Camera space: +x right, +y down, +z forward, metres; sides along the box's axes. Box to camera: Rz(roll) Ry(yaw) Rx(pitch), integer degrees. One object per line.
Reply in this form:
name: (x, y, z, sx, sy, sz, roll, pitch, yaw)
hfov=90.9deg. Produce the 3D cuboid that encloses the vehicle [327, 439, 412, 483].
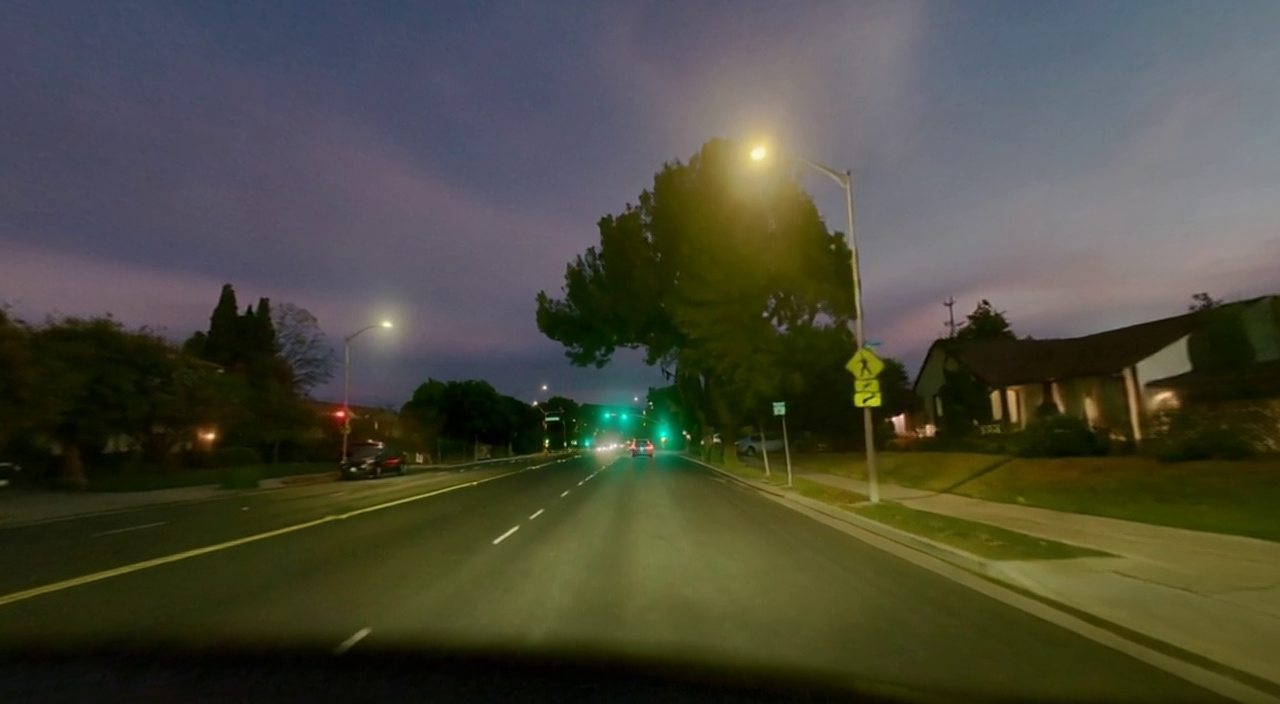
vehicle: (-14.265, 5.714, 33.627, 2.337, 1.850, 5.448, -4, -6, -3)

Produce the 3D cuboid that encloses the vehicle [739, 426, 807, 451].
vehicle: (10.279, 6.741, 49.086, 4.746, 1.485, 1.916, -5, -8, -1)
